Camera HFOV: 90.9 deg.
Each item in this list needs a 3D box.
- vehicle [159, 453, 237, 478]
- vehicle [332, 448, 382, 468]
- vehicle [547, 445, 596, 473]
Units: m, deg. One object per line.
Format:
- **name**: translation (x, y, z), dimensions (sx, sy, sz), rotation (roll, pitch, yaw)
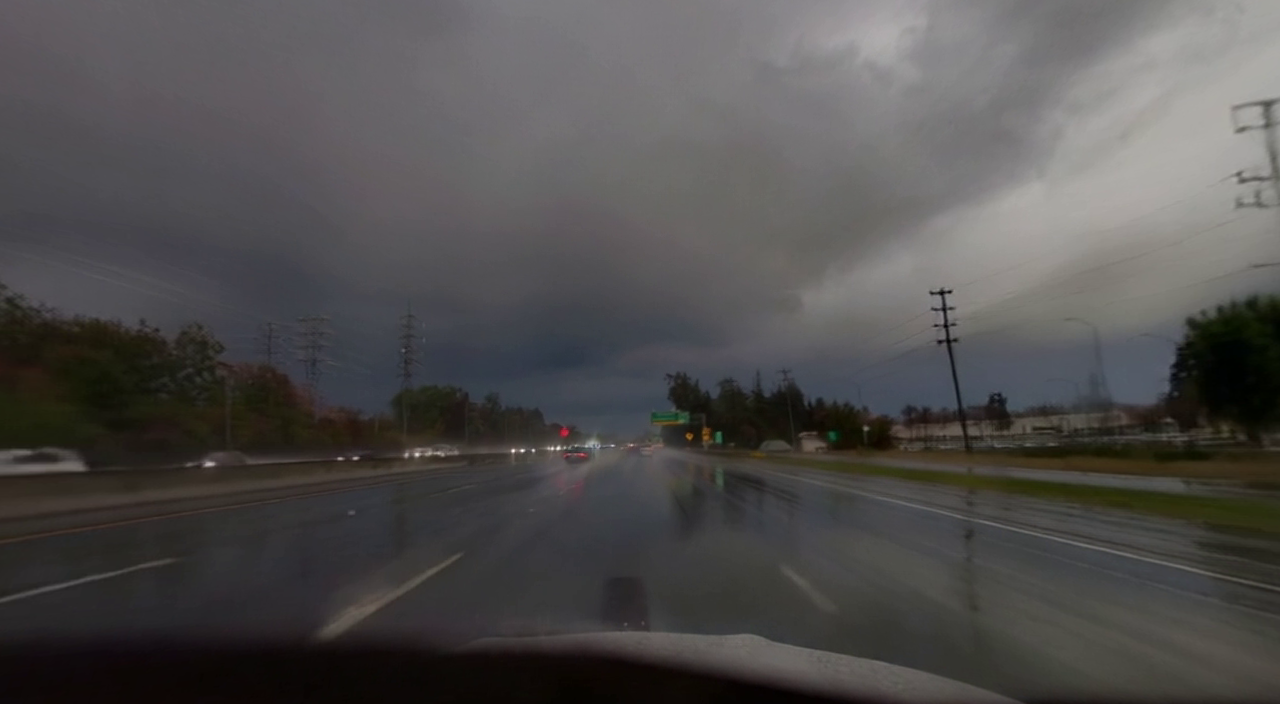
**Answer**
- **vehicle**: translation (-29.169, 7.458, 41.760), dimensions (1.981, 1.497, 4.379), rotation (0, -9, 1)
- **vehicle**: translation (-21.734, 8.145, 48.567), dimensions (1.784, 1.482, 4.400), rotation (0, -9, 1)
- **vehicle**: translation (-3.566, 5.683, 33.611), dimensions (2.048, 1.368, 4.613), rotation (0, -9, 1)
